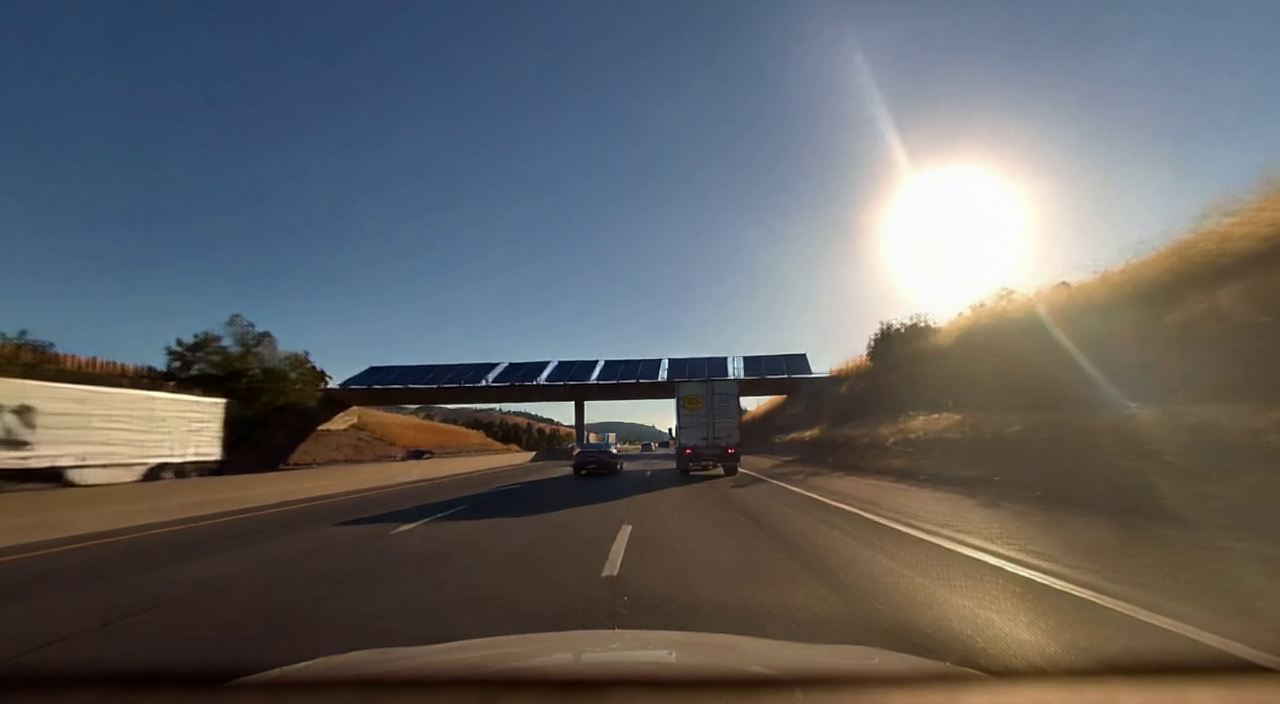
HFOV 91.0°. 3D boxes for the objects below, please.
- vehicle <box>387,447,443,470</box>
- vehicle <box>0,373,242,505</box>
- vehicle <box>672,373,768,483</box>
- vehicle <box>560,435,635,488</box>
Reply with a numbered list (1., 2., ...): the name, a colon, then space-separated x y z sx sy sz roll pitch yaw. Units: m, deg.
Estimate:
1. vehicle: -15.828 7.491 44.473 2.056 1.520 4.610 -1 -8 3
2. vehicle: -21.379 3.343 23.931 2.898 4.112 13.805 -1 -8 3
3. vehicle: 2.904 3.228 26.042 2.967 3.633 10.015 -1 -8 2
4. vehicle: -1.313 3.629 21.236 2.066 1.581 4.268 -1 -8 2
